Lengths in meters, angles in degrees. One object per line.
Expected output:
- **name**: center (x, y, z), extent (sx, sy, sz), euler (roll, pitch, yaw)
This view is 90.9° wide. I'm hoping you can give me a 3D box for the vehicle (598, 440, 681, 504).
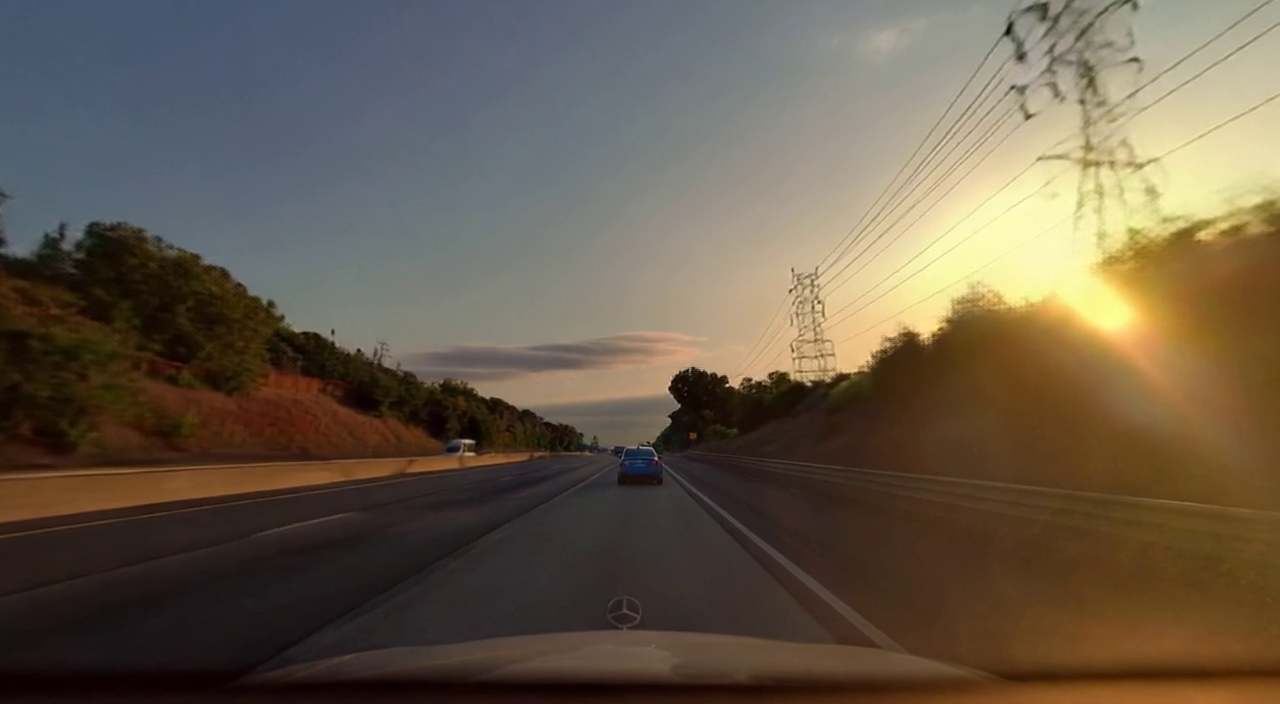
- **vehicle**: center (-0.043, 3.181, 17.130), extent (1.966, 1.499, 4.298), euler (0, -9, -1)
